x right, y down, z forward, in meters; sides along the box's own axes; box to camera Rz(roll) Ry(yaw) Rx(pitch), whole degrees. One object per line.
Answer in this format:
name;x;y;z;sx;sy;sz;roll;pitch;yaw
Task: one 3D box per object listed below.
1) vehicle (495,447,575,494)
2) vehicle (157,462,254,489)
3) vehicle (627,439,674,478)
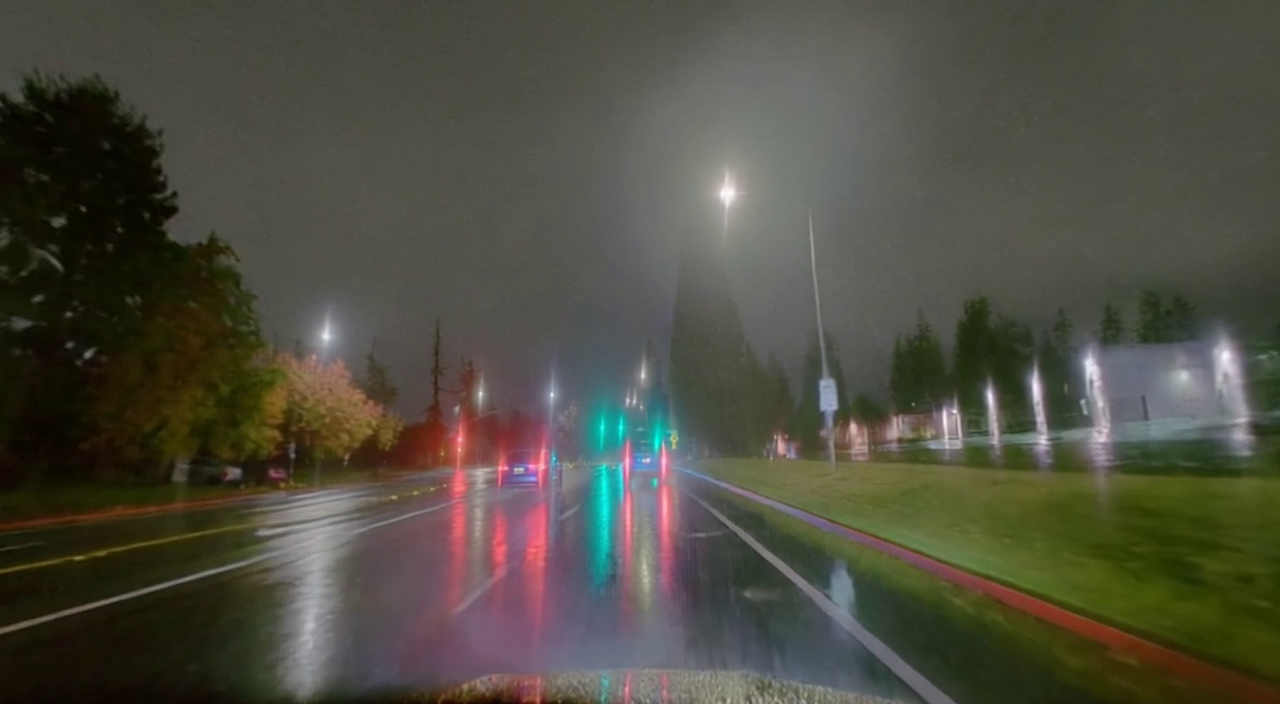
vehicle;-3.514;4.029;21.884;2.036;1.447;4.044;0;-8;1
vehicle;-25.289;7.210;36.772;4.182;1.444;1.884;0;-8;-4
vehicle;0.446;5.300;31.621;2.215;1.799;4.426;0;-8;-1
